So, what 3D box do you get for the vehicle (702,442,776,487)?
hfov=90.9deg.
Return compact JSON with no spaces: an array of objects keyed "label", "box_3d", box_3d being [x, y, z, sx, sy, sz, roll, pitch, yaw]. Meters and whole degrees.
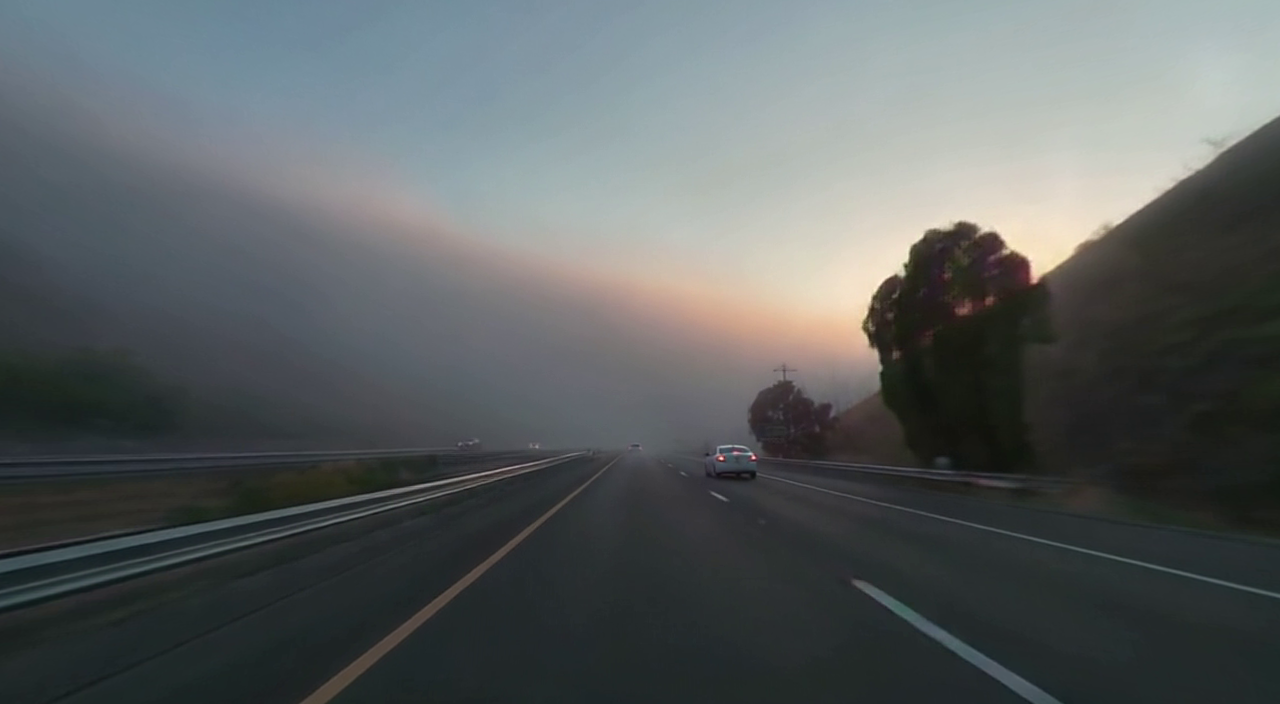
[{"label":"vehicle","box_3d":[3.609,4.176,23.812,1.960,1.516,4.657,0,-8,-1]}]
